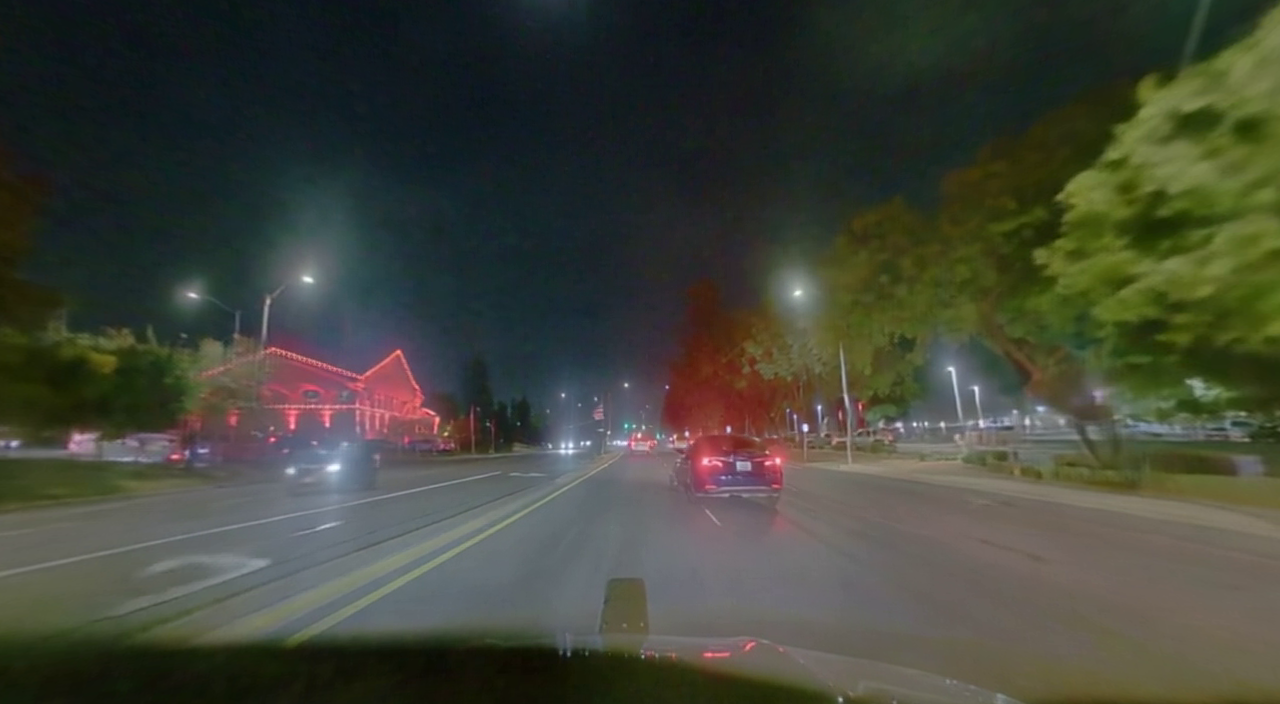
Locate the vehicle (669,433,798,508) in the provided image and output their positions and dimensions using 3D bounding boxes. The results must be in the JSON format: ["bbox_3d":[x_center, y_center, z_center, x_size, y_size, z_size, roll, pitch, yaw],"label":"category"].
[{"bbox_3d":[1.971,2.702,14.896,2.091,1.472,4.697,0,-8,-3],"label":"vehicle"}]

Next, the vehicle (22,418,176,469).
[{"bbox_3d":[-35.201,5.994,41.249,7.010,3.172,3.077,0,-8,-1],"label":"vehicle"}]

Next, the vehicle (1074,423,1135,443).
[{"bbox_3d":[34.219,6.028,46.558,1.882,1.392,4.562,-2,-8,12],"label":"vehicle"}]

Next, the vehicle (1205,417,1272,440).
[{"bbox_3d":[41.909,5.397,44.212,1.798,1.447,3.784,-3,-9,17],"label":"vehicle"}]

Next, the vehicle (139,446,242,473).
[{"bbox_3d":[-23.461,5.589,32.976,4.077,1.342,1.813,-1,-8,4],"label":"vehicle"}]

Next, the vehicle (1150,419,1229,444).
[{"bbox_3d":[34.967,5.129,40.254,1.842,1.473,4.620,-2,-8,15],"label":"vehicle"}]
